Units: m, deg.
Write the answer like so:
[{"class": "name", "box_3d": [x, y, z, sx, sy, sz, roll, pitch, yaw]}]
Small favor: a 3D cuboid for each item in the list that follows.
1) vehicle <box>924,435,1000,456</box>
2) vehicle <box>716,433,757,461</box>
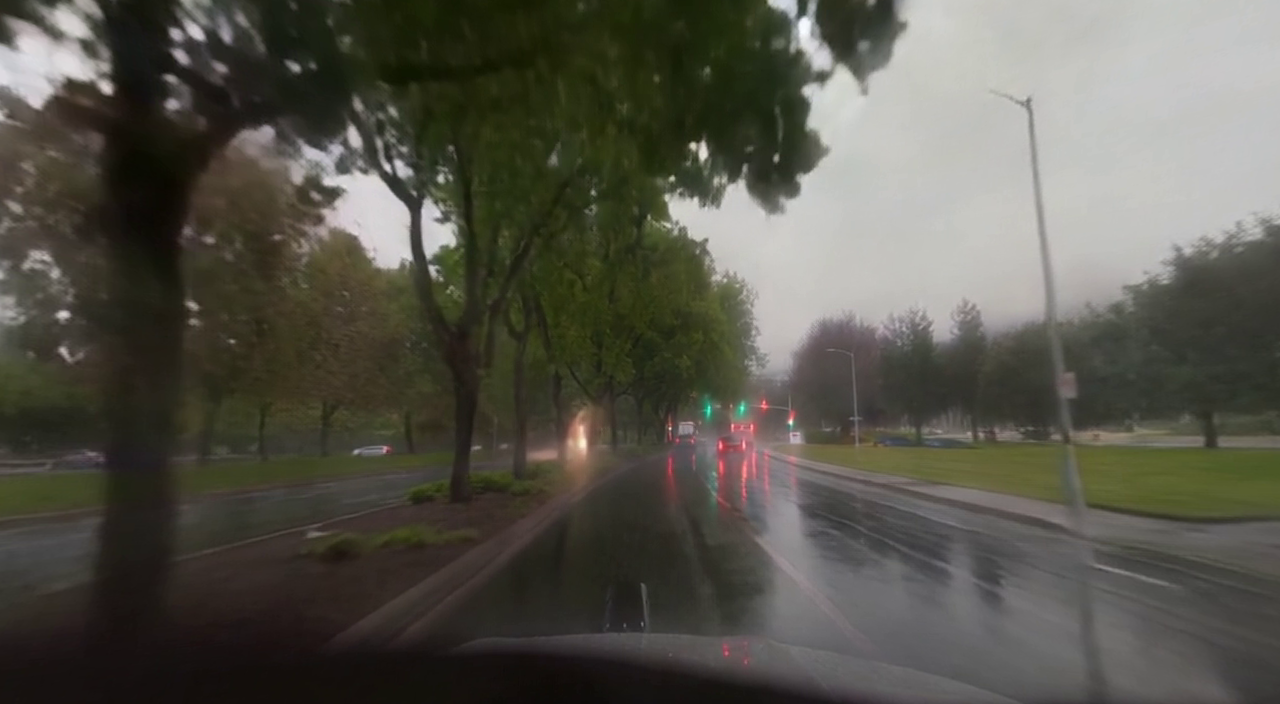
[{"class": "vehicle", "box_3d": [23.834, 6.937, 46.809, 4.322, 1.467, 2.457, 0, -8, 0]}, {"class": "vehicle", "box_3d": [5.595, 5.556, 36.967, 1.989, 1.497, 4.436, -1, -8, 4]}]
